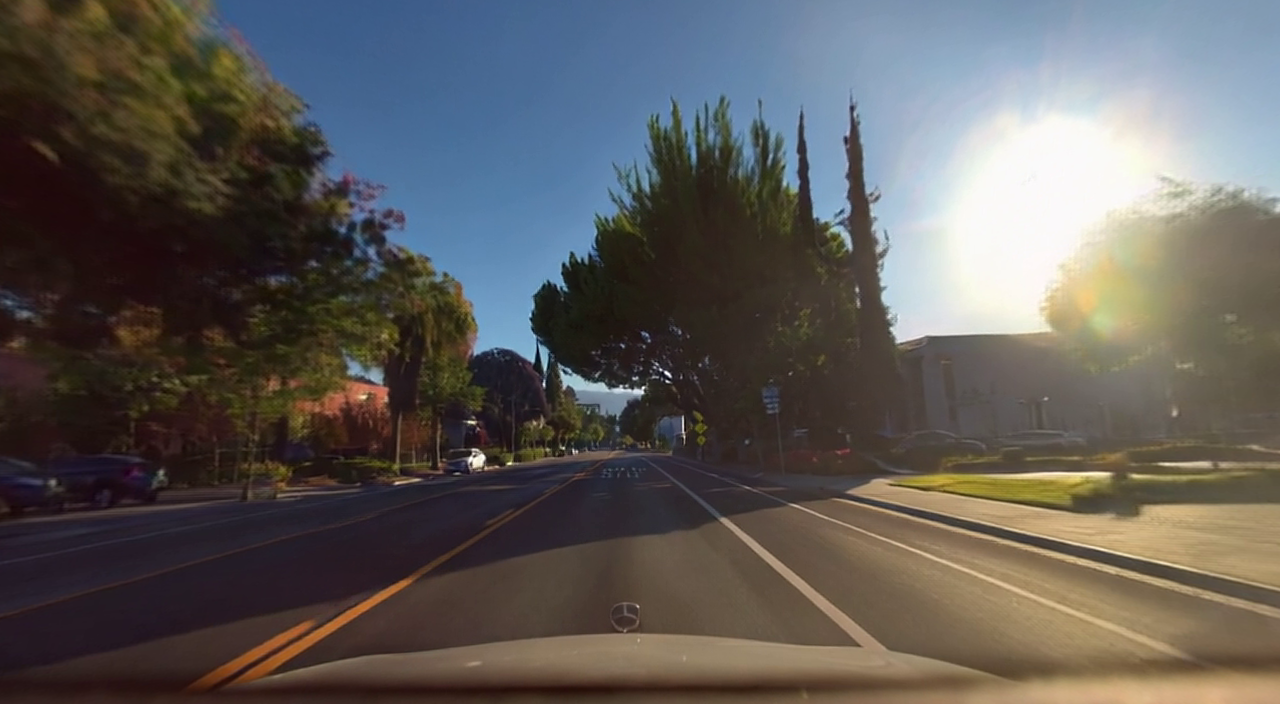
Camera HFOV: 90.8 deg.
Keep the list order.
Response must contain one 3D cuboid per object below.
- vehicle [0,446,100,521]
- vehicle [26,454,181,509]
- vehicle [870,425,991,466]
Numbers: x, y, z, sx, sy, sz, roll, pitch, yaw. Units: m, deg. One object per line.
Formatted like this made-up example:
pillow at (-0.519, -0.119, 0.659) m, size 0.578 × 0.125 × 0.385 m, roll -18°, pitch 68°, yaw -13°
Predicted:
vehicle at (-16.585, 3.374, 16.665) m, size 4.311 × 1.746 × 1.984 m, roll -5°, pitch -10°, yaw 29°
vehicle at (-16.536, 3.905, 19.456) m, size 4.546 × 1.497 × 1.908 m, roll -5°, pitch -10°, yaw 27°
vehicle at (12.634, 4.076, 27.520) m, size 4.554 × 1.668 × 1.974 m, roll -5°, pitch -10°, yaw 28°
